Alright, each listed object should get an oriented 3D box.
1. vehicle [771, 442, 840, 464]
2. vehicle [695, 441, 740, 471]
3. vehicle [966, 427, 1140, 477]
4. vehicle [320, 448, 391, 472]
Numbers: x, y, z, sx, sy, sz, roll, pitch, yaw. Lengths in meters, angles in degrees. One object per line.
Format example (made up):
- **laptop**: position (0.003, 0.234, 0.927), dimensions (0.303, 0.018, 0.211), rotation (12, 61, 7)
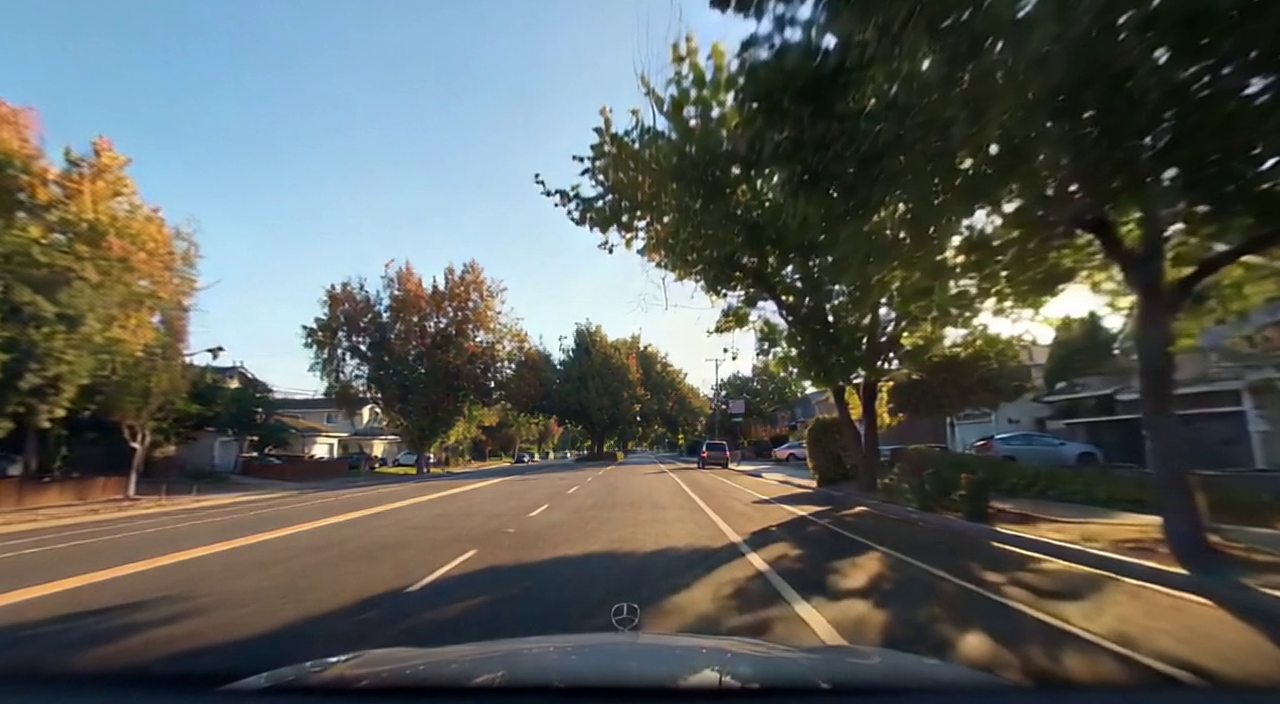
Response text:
- **vehicle**: position (12.106, 7.428, 46.437), dimensions (4.577, 1.490, 1.903), rotation (0, -7, 0)
- **vehicle**: position (4.882, 6.632, 40.661), dimensions (2.196, 1.801, 4.778), rotation (0, -8, -1)
- **vehicle**: position (13.940, 3.386, 21.517), dimensions (4.570, 1.502, 1.877), rotation (-1, -7, -1)
- **vehicle**: position (-21.067, 8.000, 46.907), dimensions (4.272, 1.688, 1.990), rotation (0, -8, -2)
